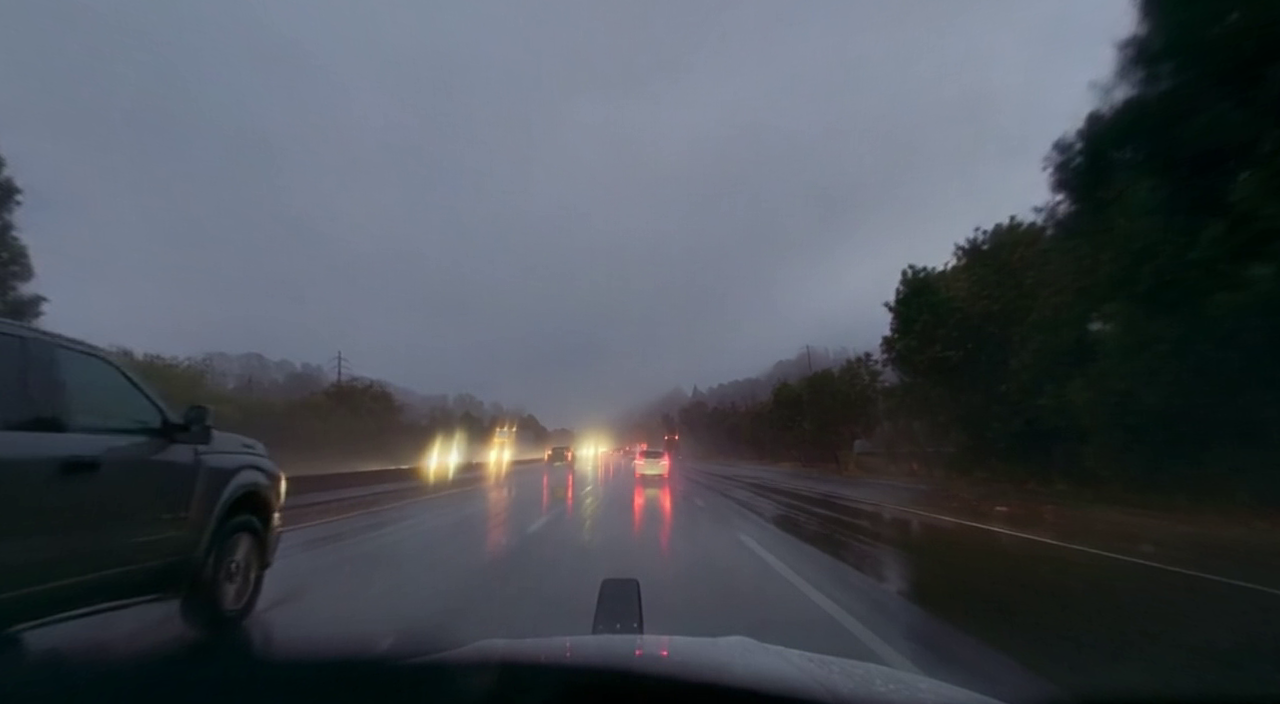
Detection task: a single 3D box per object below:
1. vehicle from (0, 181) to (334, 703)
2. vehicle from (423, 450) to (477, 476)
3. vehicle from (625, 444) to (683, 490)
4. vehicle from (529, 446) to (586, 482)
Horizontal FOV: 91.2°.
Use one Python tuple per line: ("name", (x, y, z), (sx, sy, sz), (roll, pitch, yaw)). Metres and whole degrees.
("vehicle", (-4.001, 0.488, 2.499), (2.523, 2.458, 6.022), (0, -9, 0))
("vehicle", (-12.464, 7.290, 41.454), (2.066, 1.613, 4.576), (-1, -9, 2))
("vehicle", (0.453, 4.304, 23.779), (2.015, 1.526, 4.286), (0, -9, -1))
("vehicle", (-3.692, 5.092, 28.761), (1.940, 1.502, 4.463), (0, -9, 1))
